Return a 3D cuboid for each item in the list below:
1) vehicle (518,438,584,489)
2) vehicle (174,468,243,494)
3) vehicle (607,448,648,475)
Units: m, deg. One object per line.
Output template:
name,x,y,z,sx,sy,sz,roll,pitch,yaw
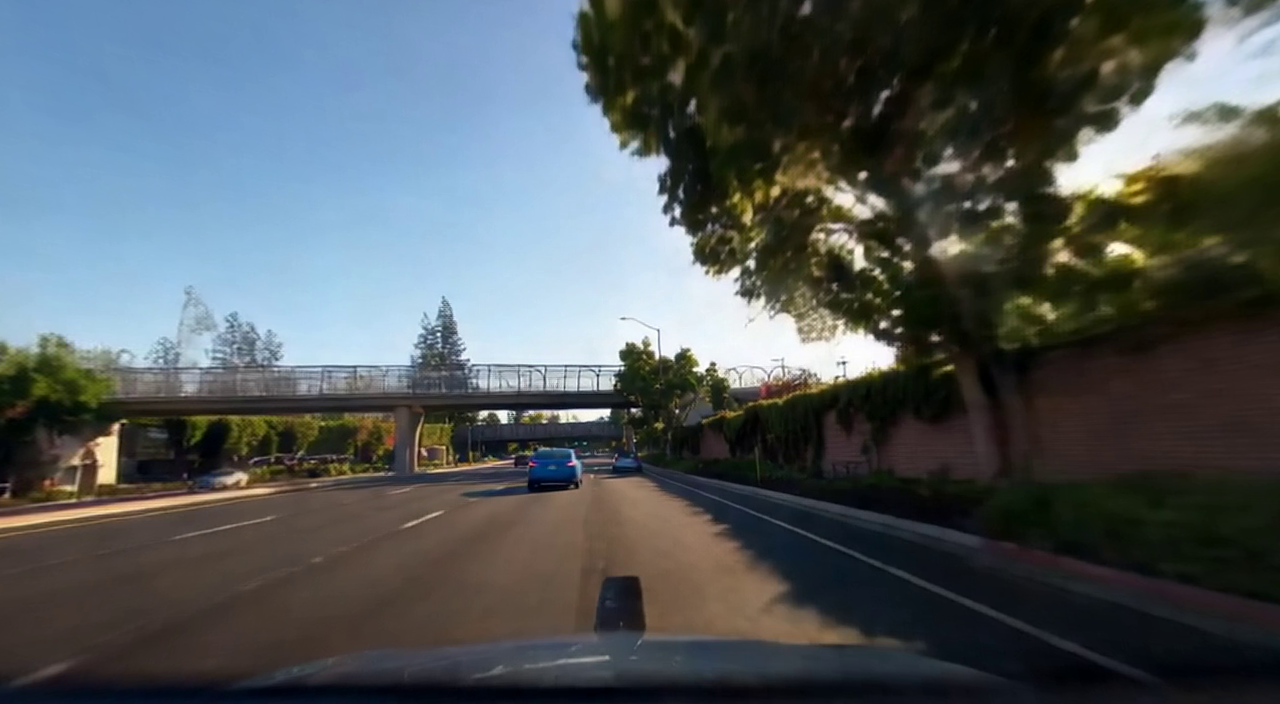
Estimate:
vehicle,-3.373,4.310,24.782,2.223,1.771,4.581,1,-9,-4
vehicle,-29.473,8.821,43.339,1.769,1.473,4.539,0,-9,-3
vehicle,-0.823,6.696,38.832,2.205,1.509,4.272,1,-9,-5
